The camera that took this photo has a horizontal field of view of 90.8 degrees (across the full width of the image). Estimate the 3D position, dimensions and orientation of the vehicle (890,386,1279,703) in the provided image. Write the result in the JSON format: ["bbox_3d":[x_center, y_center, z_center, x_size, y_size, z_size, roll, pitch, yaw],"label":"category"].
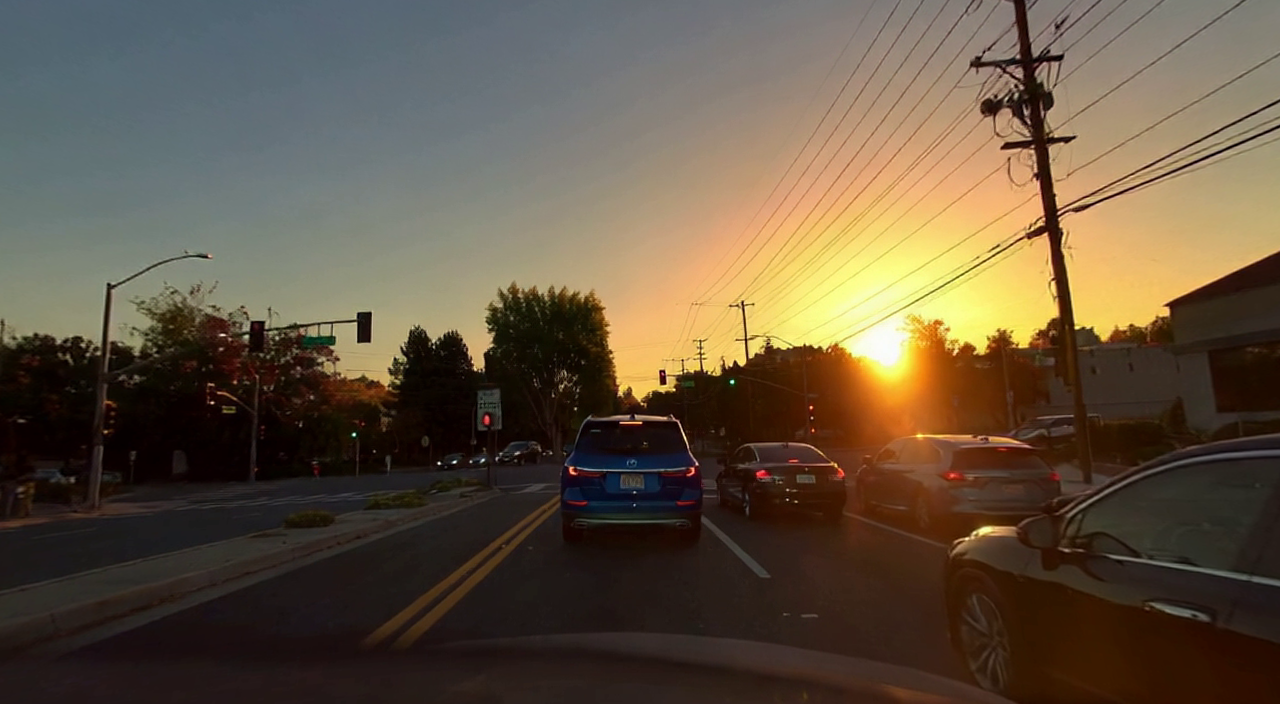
[{"bbox_3d":[2.729,0.884,2.098,2.004,1.460,4.297,0,-9,0],"label":"vehicle"}]

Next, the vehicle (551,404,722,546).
[{"bbox_3d":[-0.114,1.976,10.794,2.236,1.856,4.816,0,-9,-2],"label":"vehicle"}]

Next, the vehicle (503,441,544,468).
[{"bbox_3d":[-8.802,7.828,48.249,2.184,1.931,4.921,0,-9,0],"label":"vehicle"}]

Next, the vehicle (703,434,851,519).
[{"bbox_3d":[2.659,2.544,13.451,2.025,1.477,4.333,0,-9,-2],"label":"vehicle"}]

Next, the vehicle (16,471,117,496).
[{"bbox_3d":[-38.332,8.778,42.321,4.569,1.505,1.992,0,-9,-5],"label":"vehicle"}]
